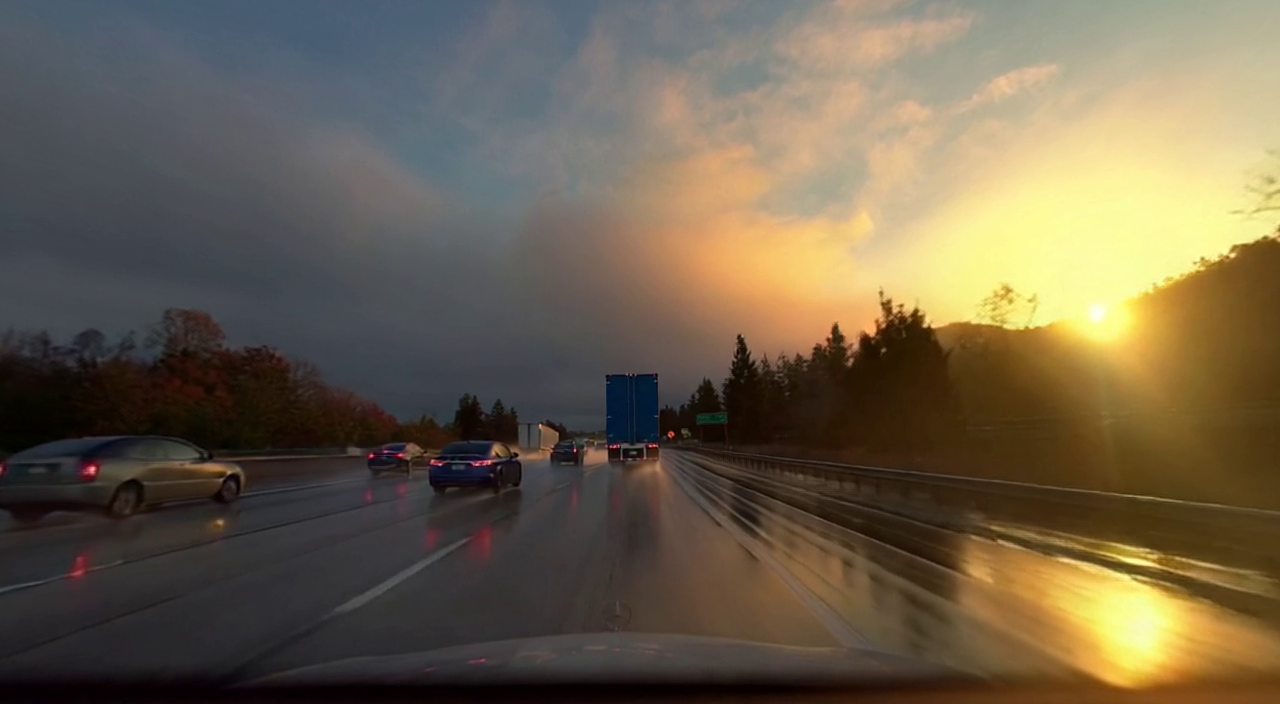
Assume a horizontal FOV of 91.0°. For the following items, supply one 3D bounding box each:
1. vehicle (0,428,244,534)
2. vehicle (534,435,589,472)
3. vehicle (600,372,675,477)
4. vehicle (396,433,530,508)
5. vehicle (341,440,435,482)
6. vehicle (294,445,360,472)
[{"bbox_3d":[-9.640,2.252,11.611,1.952,1.590,4.090,0,-8,0],"label":"vehicle"},{"bbox_3d":[-3.839,5.038,31.377,2.158,1.680,4.087,0,-8,1],"label":"vehicle"},{"bbox_3d":[-0.299,3.614,30.181,2.913,4.113,10.724,0,-8,-2],"label":"vehicle"},{"bbox_3d":[-4.185,2.854,15.650,2.164,1.582,3.979,0,-8,0],"label":"vehicle"},{"bbox_3d":[-9.678,4.200,24.566,1.863,1.474,4.278,0,-8,0],"label":"vehicle"},{"bbox_3d":[-18.026,6.115,36.471,1.726,1.443,4.296,0,-8,-1],"label":"vehicle"}]
